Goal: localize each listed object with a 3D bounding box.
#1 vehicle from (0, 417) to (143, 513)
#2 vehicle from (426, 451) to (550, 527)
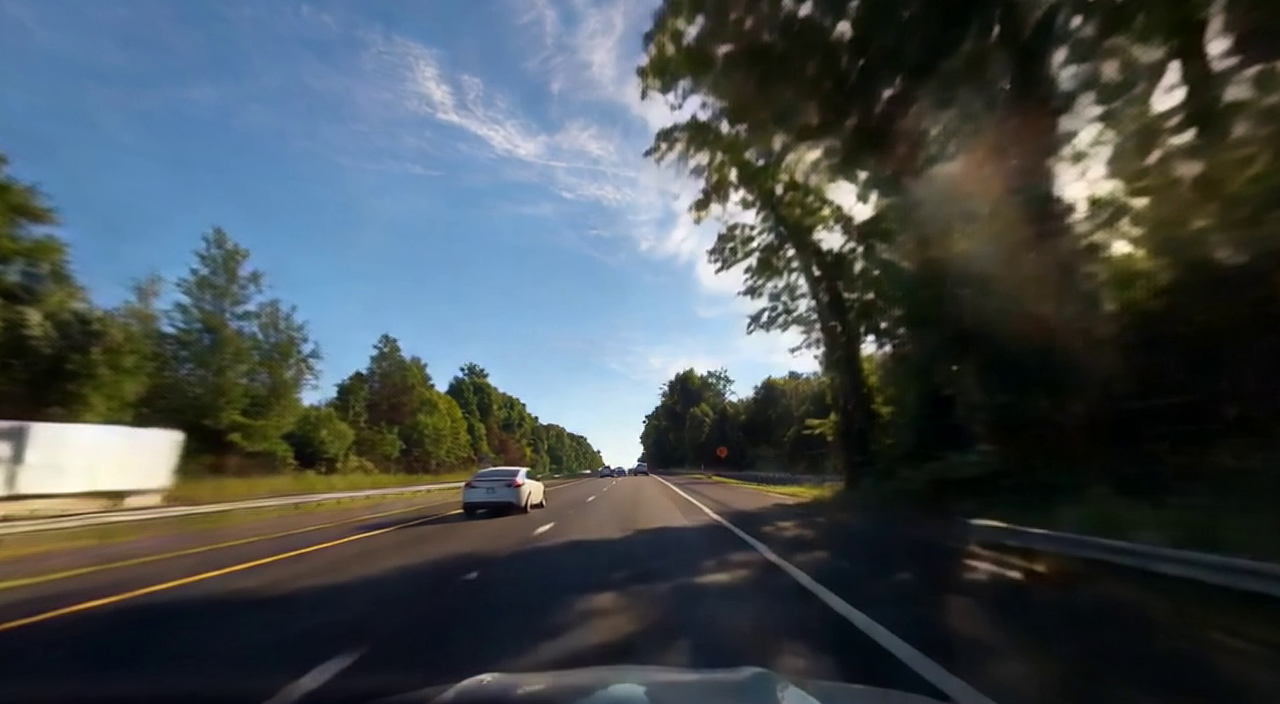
[{"bbox_3d":[-17.455,3.083,17.233,2.279,2.404,6.482,1,-10,0],"label":"vehicle"},{"bbox_3d":[-3.492,3.264,15.361,1.900,1.550,4.146,1,-10,1],"label":"vehicle"}]
